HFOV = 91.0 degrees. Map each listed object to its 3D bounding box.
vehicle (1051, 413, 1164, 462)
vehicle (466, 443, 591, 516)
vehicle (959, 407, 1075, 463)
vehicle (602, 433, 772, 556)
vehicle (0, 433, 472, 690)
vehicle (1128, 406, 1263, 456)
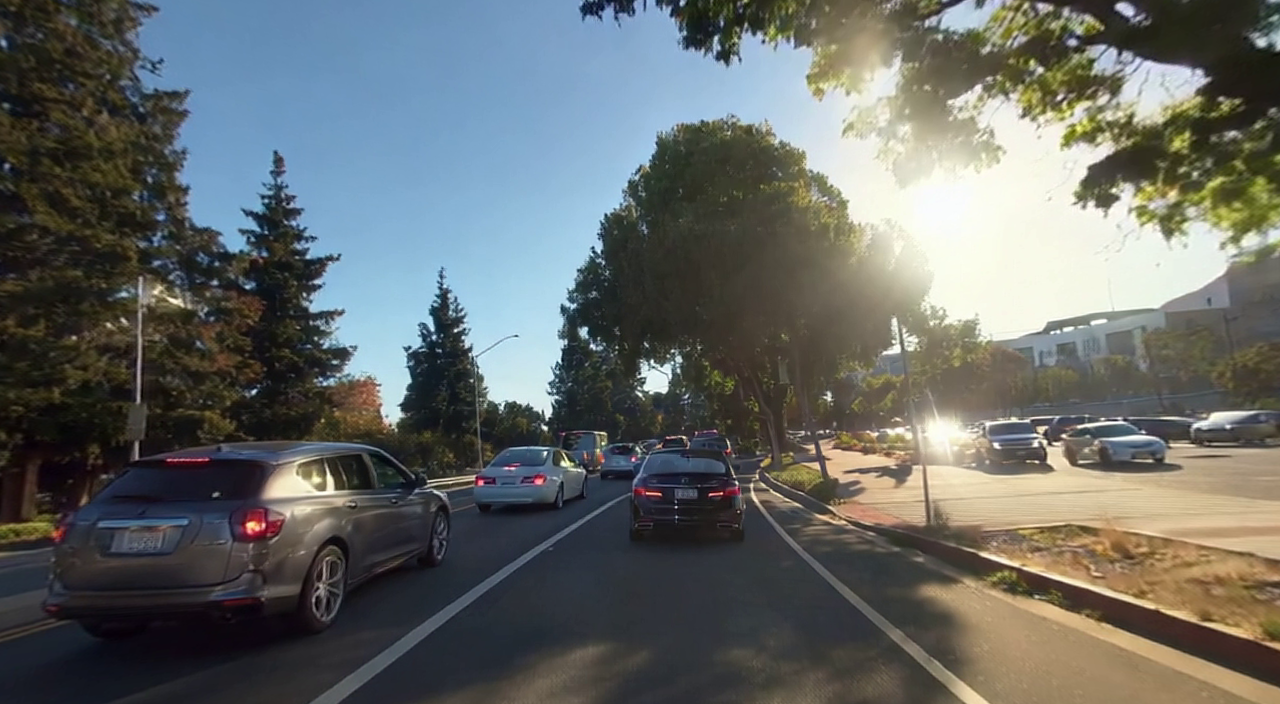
[{"bbox_3d":[17.578,3.253,23.925,1.803,1.518,3.893,-7,-9,11],"label":"vehicle"},{"bbox_3d":[-2.532,3.008,15.399,1.870,1.490,4.187,-1,-9,6],"label":"vehicle"},{"bbox_3d":[14.309,3.247,24.282,2.288,1.933,4.612,-2,-9,11],"label":"vehicle"},{"bbox_3d":[0.737,2.120,10.096,2.142,1.528,4.133,-1,-9,4],"label":"vehicle"},{"bbox_3d":[-3.257,1.577,5.964,1.940,1.502,4.241,-1,-9,3],"label":"vehicle"},{"bbox_3d":[20.301,2.932,23.276,1.902,1.529,3.937,-7,-9,12],"label":"vehicle"}]
